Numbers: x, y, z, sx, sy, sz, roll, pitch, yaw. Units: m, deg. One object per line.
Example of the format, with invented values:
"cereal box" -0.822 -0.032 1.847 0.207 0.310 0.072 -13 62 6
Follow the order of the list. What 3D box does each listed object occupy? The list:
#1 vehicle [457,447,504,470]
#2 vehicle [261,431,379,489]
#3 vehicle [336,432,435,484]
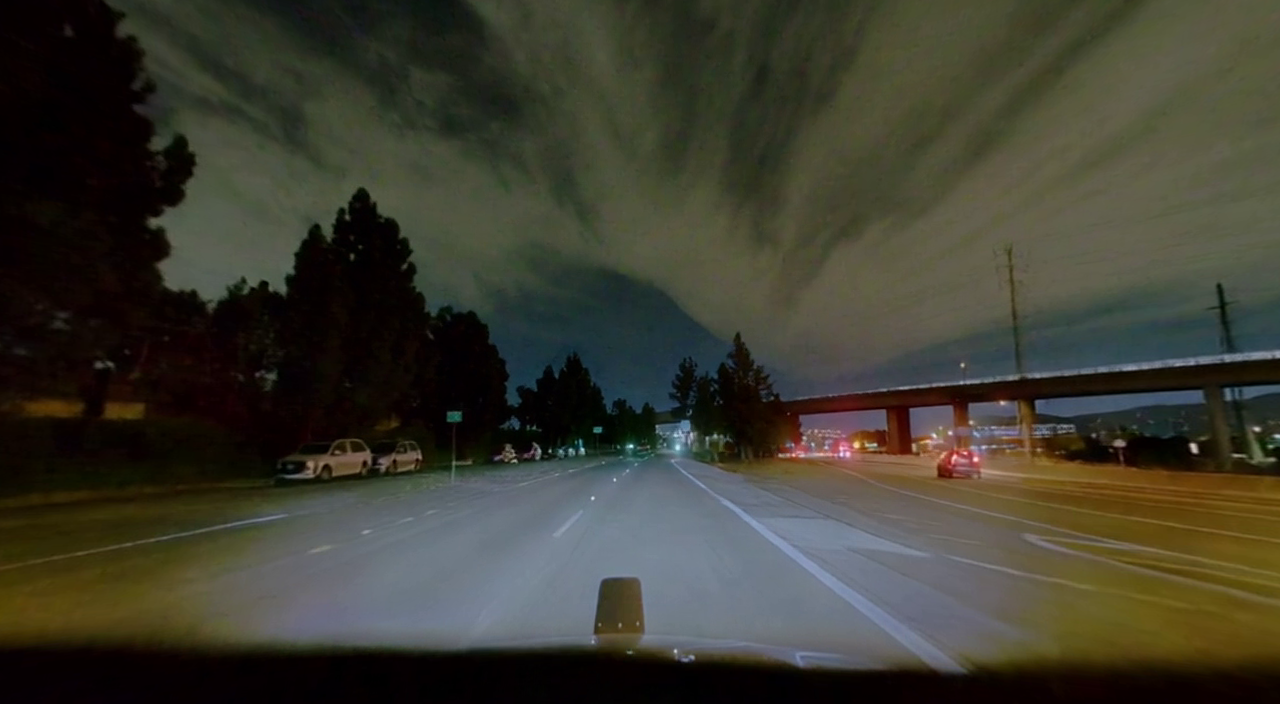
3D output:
"vehicle" -12.312 8.215 49.071 2.156 1.489 4.758 4 -8 2
"vehicle" -12.949 4.425 26.103 2.136 2.016 5.354 2 -9 -2
"vehicle" -12.893 5.391 32.635 2.307 2.349 6.335 1 -8 1
